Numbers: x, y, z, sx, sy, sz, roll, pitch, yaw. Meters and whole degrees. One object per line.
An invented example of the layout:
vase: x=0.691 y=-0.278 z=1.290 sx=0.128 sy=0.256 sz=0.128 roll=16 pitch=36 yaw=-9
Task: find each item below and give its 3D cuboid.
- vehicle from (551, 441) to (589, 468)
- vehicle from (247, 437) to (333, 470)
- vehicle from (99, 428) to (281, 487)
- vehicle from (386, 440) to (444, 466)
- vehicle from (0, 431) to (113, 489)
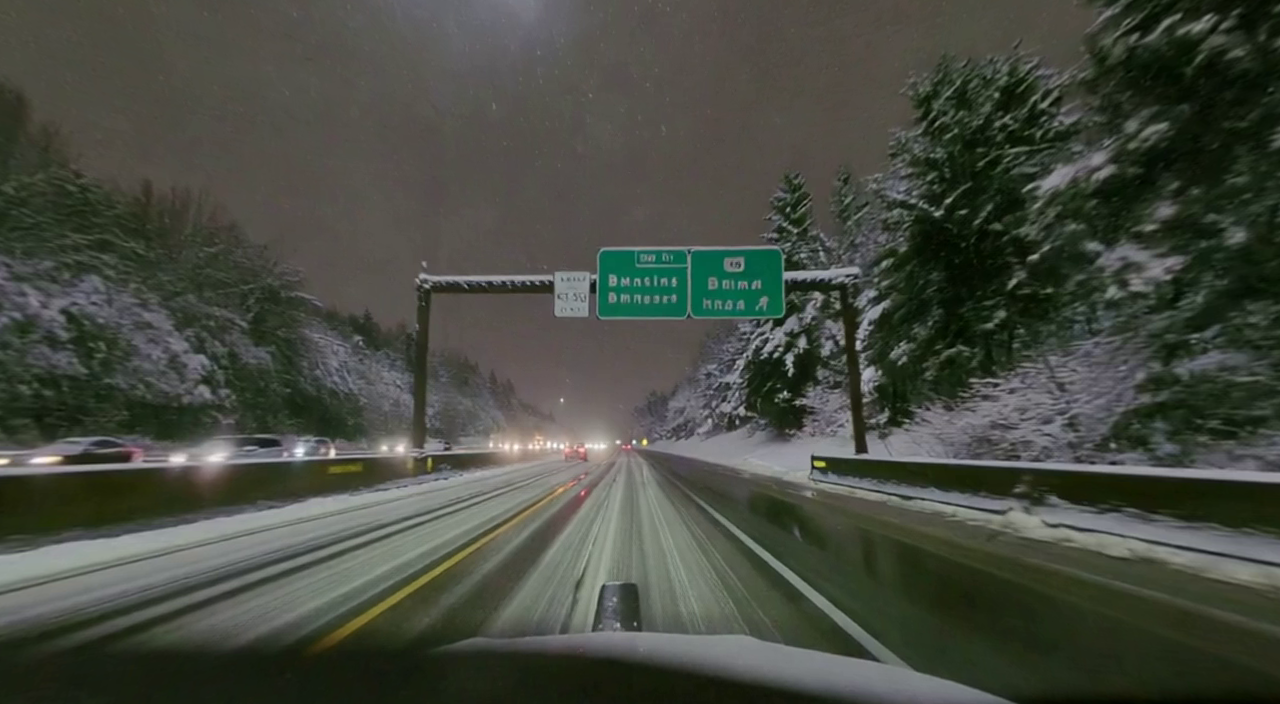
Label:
vehicle: x=-4.542 y=6.744 z=41.428 sx=2.098 sy=1.692 sz=4.038 roll=0 pitch=-9 yaw=-1
vehicle: x=-17.484 y=5.080 z=31.561 sx=2.077 sy=1.531 sz=4.043 roll=0 pitch=-9 yaw=-1
vehicle: x=-13.098 y=3.126 z=18.738 sx=1.951 sy=1.520 sz=4.759 roll=0 pitch=-9 yaw=0
vehicle: x=-13.361 y=6.035 z=37.487 sx=1.962 sy=1.459 sz=4.239 roll=0 pitch=-9 yaw=-1
vehicle: x=-17.616 y=2.996 z=17.460 sx=1.946 sy=1.479 sz=4.538 roll=0 pitch=-9 yaw=-1
